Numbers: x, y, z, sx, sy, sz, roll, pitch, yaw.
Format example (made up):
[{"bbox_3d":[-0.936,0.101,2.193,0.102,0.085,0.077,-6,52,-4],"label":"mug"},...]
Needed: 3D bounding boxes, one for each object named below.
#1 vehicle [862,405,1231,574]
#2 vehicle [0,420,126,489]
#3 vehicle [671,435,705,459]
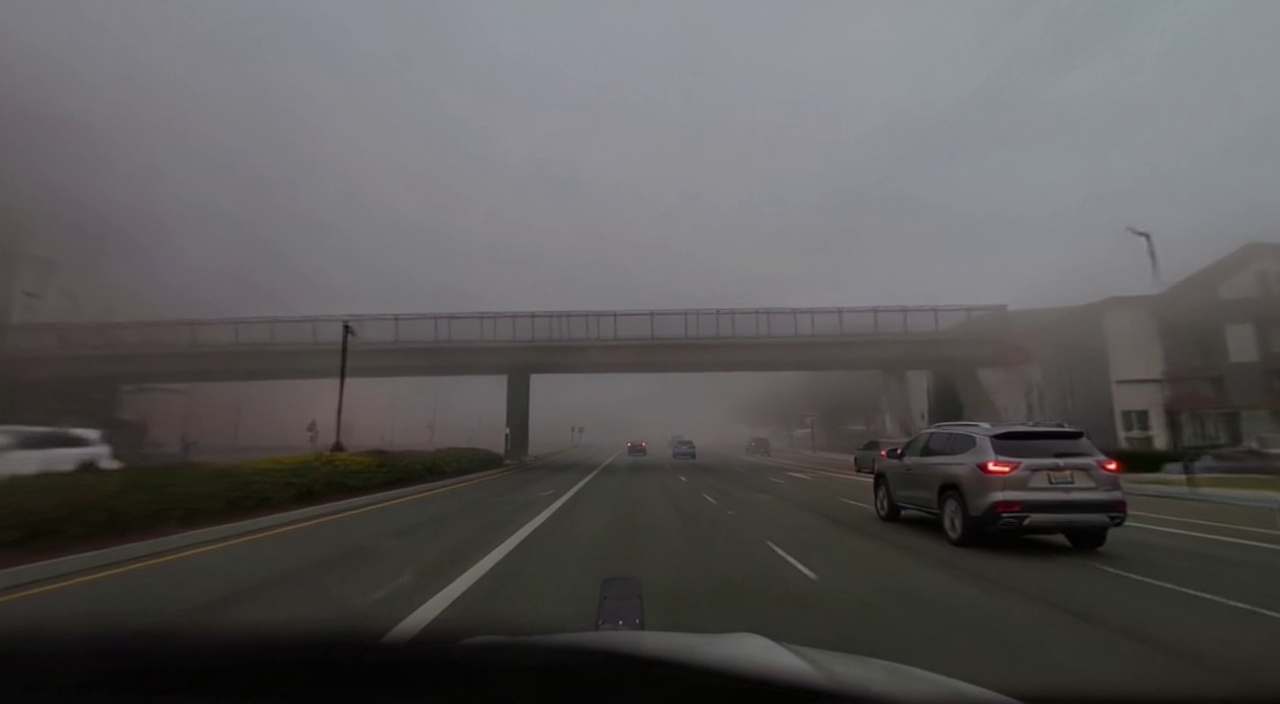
[{"bbox_3d":[5.057,1.773,8.966,2.130,1.741,4.665,0,-8,1],"label":"vehicle"},{"bbox_3d":[-16.733,2.682,16.680,2.077,1.676,4.921,0,-8,2],"label":"vehicle"},{"bbox_3d":[3.472,6.999,46.576,2.165,1.708,3.928,0,-8,0],"label":"vehicle"}]
